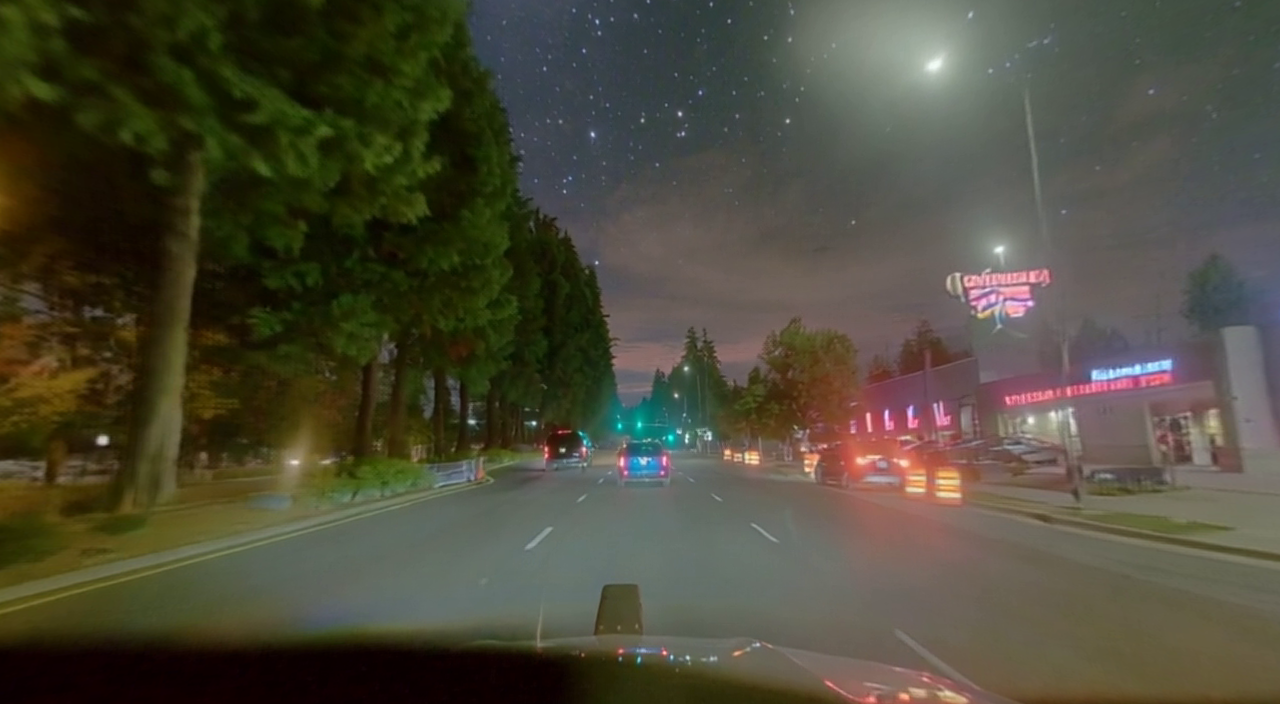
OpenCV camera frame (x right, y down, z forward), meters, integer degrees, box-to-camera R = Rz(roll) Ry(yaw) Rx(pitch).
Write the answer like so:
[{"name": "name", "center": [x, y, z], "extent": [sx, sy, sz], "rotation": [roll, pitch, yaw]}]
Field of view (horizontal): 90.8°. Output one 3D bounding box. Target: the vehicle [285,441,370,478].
[{"name": "vehicle", "center": [-15.513, 5.325, 31.639], "extent": [1.898, 1.702, 4.456], "rotation": [0, -8, 1]}]

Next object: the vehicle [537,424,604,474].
[{"name": "vehicle", "center": [-3.031, 4.433, 28.940], "extent": [2.357, 2.063, 5.488], "rotation": [0, -8, 1]}]

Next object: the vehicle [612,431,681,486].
[{"name": "vehicle", "center": [0.205, 3.684, 22.214], "extent": [2.168, 1.725, 4.192], "rotation": [0, -8, 0]}]

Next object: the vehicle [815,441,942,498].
[{"name": "vehicle", "center": [7.043, 3.506, 19.276], "extent": [2.076, 1.535, 4.460], "rotation": [0, -9, -1]}]
